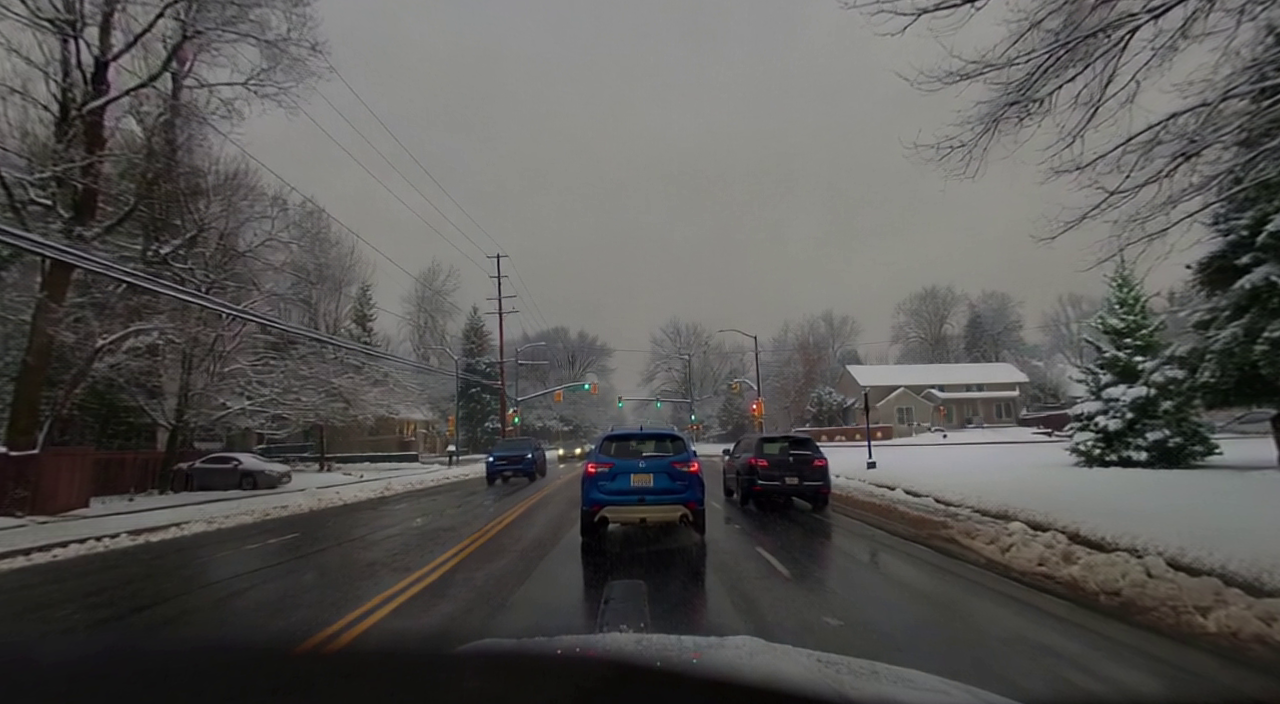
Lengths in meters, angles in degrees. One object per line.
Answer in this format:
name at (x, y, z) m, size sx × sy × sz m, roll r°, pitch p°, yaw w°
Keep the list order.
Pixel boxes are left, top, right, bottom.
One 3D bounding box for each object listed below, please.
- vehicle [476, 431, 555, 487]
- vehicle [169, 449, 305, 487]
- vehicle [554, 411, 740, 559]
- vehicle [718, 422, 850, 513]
vehicle at (-4.788, 4.198, 25.170) m, size 2.138 × 1.938 × 5.584 m, roll 0°, pitch -8°, yaw -1°
vehicle at (-16.161, 4.663, 25.433) m, size 4.245 × 1.446 × 1.827 m, roll 0°, pitch -8°, yaw 0°
vehicle at (0.055, 1.843, 9.438) m, size 2.151 × 1.695 × 4.100 m, roll 0°, pitch -8°, yaw -1°
vehicle at (3.081, 2.569, 14.495) m, size 1.967 × 1.756 × 4.281 m, roll 0°, pitch -8°, yaw -1°
